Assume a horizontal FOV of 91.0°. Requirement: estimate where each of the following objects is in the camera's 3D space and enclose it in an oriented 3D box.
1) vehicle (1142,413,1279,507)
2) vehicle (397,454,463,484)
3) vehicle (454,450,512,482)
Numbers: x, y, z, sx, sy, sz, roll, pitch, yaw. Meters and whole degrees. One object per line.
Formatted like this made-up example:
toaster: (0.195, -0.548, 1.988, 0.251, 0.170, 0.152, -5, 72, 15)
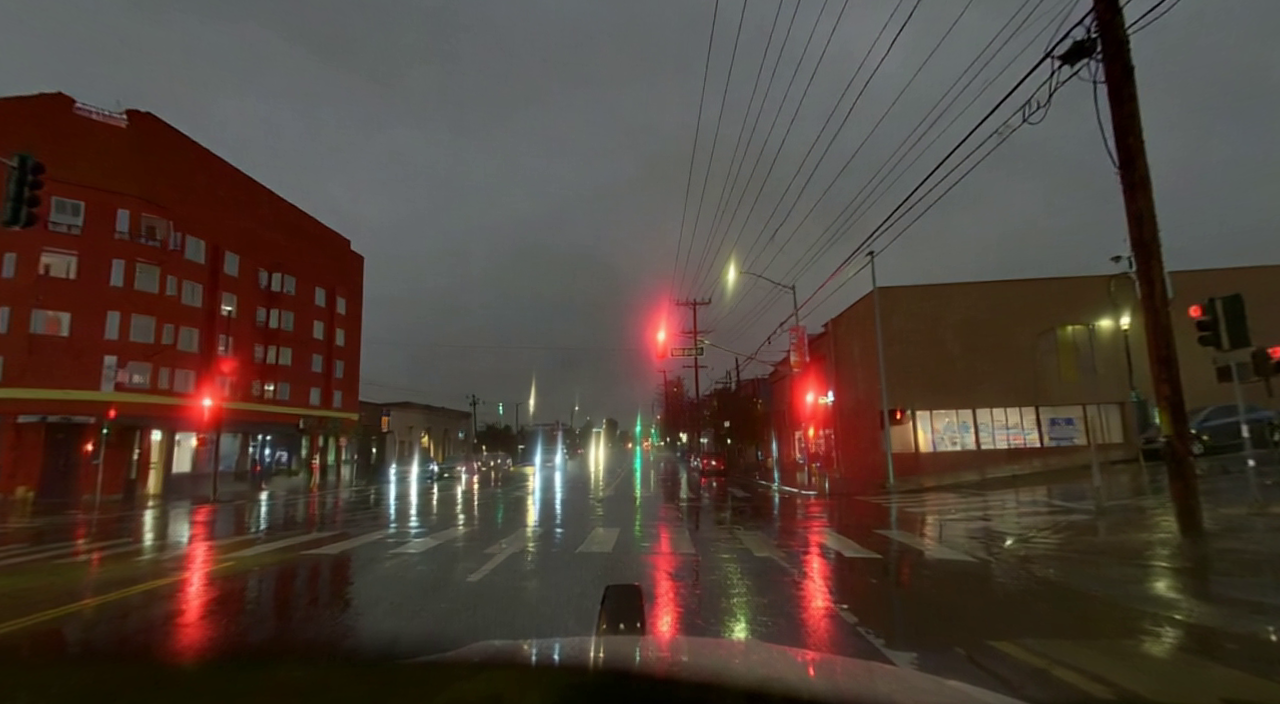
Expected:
vehicle: (12.745, 2.173, 12.826, 3.234, 1.746, 1.941, -1, -9, 1)
vehicle: (-12.000, 6.693, 36.298, 1.943, 1.574, 4.727, 0, -9, 3)
vehicle: (-8.702, 6.313, 35.216, 2.020, 1.672, 3.842, 0, -9, 3)
